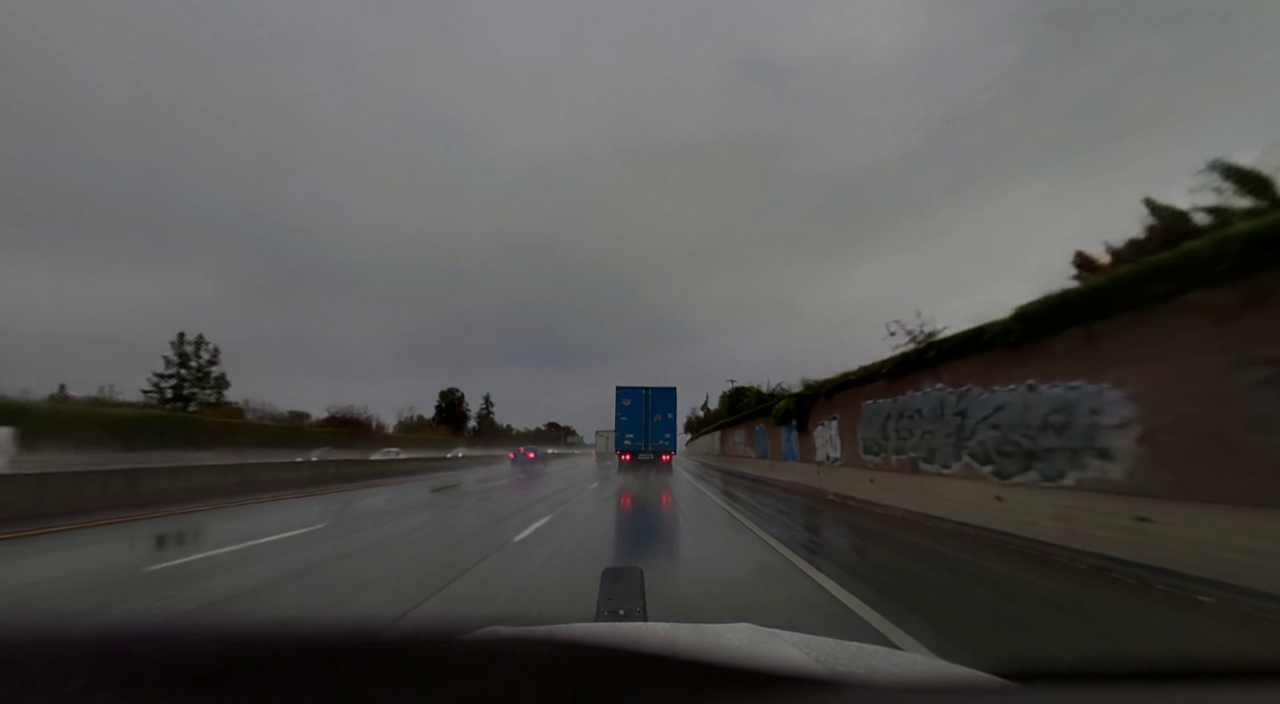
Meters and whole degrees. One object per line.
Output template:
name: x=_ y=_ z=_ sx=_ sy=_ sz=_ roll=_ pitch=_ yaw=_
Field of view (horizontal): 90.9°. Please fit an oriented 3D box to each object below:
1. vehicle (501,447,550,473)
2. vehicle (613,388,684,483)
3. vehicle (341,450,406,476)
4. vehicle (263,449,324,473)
vehicle: x=-7.093 y=6.749 z=39.607 sx=1.998 sy=1.529 sz=4.850 roll=0 pitch=-9 yaw=2
vehicle: x=0.416 y=4.383 z=32.471 sx=2.997 sy=4.069 sz=10.871 roll=0 pitch=-9 yaw=1
vehicle: x=-16.465 y=6.849 z=39.237 sx=1.876 sy=1.520 sz=4.773 roll=0 pitch=-9 yaw=1
vehicle: x=-24.258 y=7.612 z=44.231 sx=1.874 sy=1.538 sz=4.045 roll=0 pitch=-9 yaw=2
